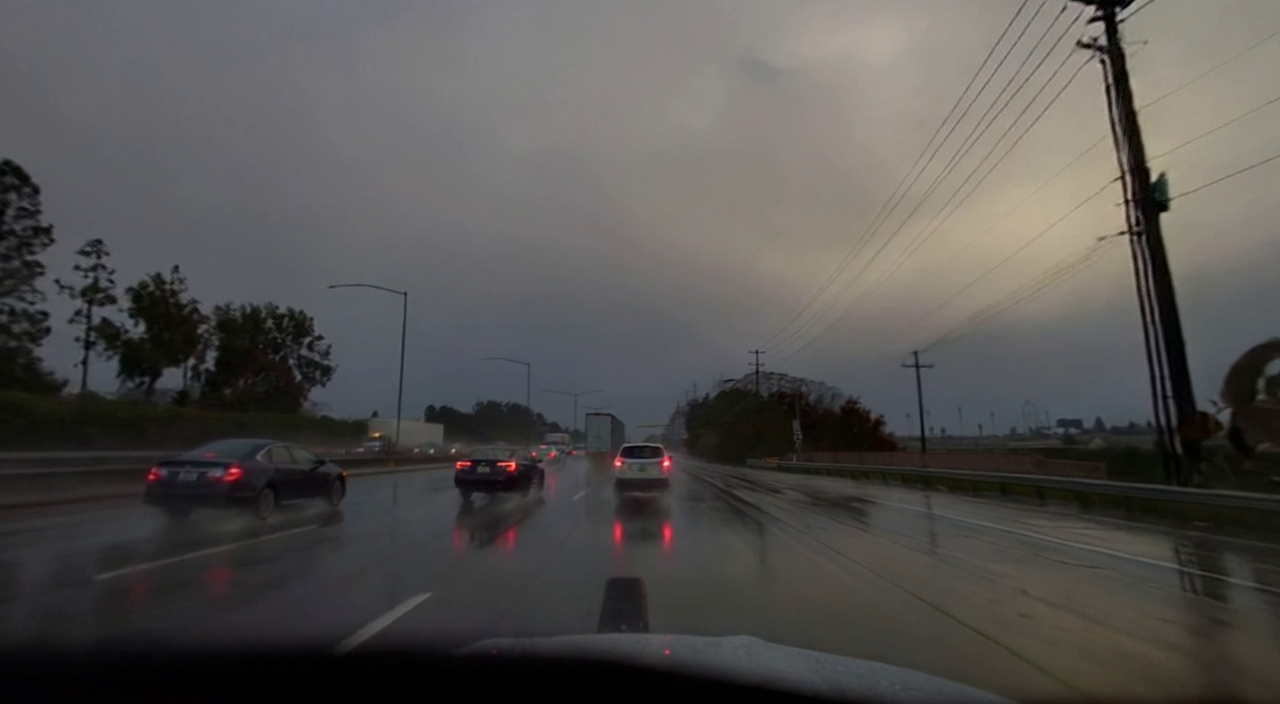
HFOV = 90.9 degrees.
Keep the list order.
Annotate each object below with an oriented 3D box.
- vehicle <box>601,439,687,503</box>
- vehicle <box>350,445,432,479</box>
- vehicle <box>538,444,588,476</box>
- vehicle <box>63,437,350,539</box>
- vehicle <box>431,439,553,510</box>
[{"bbox_3d":[0.020,3.116,16.999,2.018,1.470,4.491,0,-9,-2],"label":"vehicle"},{"bbox_3d":[-11.864,5.257,30.450,2.004,1.457,4.758,0,-9,0],"label":"vehicle"},{"bbox_3d":[-3.759,5.316,31.273,2.013,1.437,3.801,0,-9,0],"label":"vehicle"},{"bbox_3d":[-7.256,2.289,11.318,1.867,1.445,4.499,0,-9,1],"label":"vehicle"},{"bbox_3d":[-3.401,2.897,15.401,1.912,1.464,4.115,0,-9,1],"label":"vehicle"}]
